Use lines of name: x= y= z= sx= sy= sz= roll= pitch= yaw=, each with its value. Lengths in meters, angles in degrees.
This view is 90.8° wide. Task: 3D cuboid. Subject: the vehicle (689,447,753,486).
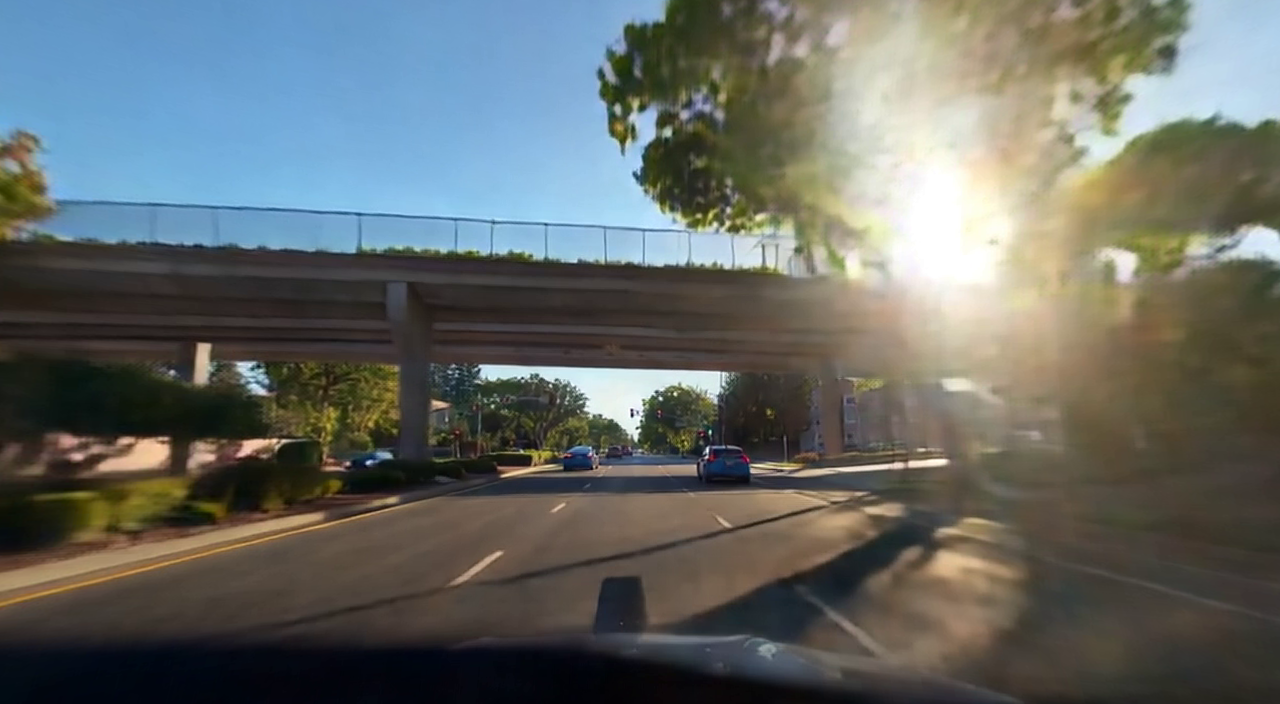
vehicle: x=3.316 y=4.777 z=26.664 sx=2.068 sy=1.497 sz=4.247 roll=0 pitch=-8 yaw=-1

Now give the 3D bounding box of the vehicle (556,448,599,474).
vehicle: x=-3.741 y=6.612 z=38.495 sx=2.060 sy=1.484 sz=4.417 roll=0 pitch=-8 yaw=1

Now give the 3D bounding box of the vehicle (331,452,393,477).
vehicle: x=-18.324 y=7.412 z=41.908 sx=2.003 sy=1.494 sz=4.580 roll=0 pitch=-8 yaw=1
